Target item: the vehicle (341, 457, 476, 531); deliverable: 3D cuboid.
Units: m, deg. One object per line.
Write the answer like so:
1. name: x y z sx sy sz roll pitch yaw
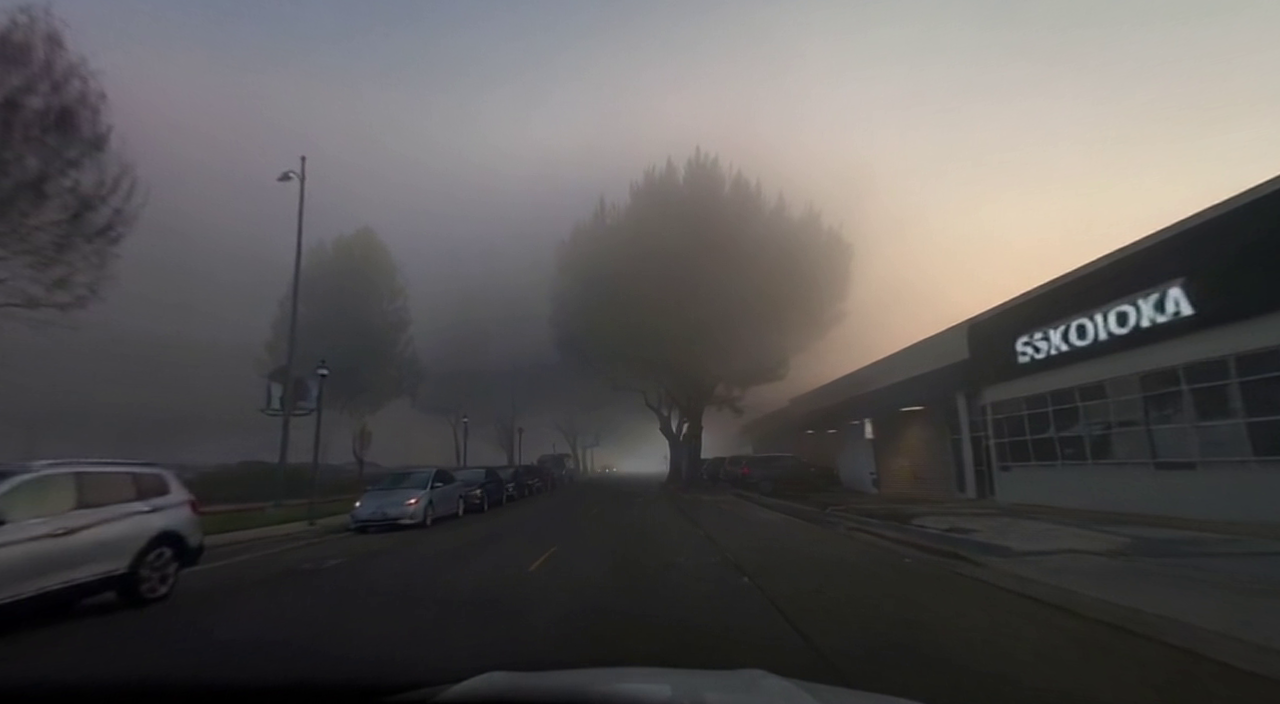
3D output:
1. vehicle: -5.792 3.628 16.455 1.832 1.623 4.424 1 -11 0

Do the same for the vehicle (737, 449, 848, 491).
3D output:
1. vehicle: 6.385 5.030 26.793 4.193 1.665 1.924 1 -11 -2

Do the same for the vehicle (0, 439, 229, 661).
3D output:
1. vehicle: -5.826 1.618 5.366 1.777 1.687 4.116 0 -11 0
